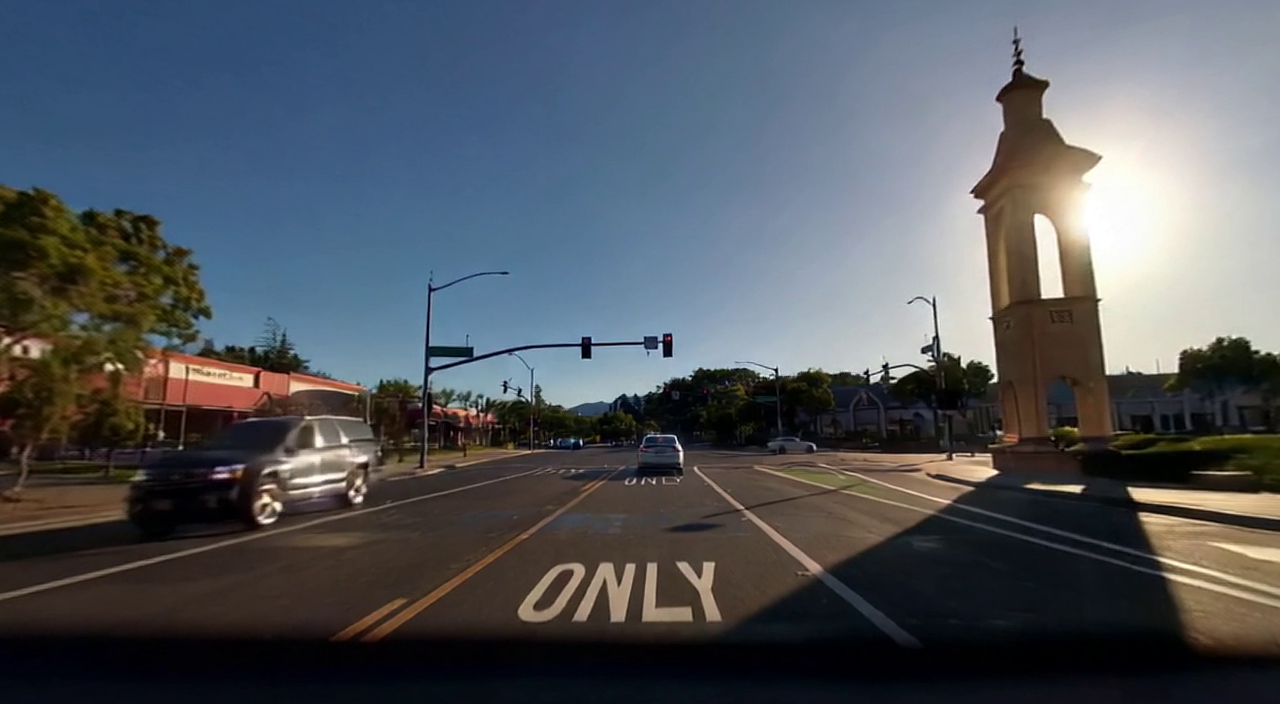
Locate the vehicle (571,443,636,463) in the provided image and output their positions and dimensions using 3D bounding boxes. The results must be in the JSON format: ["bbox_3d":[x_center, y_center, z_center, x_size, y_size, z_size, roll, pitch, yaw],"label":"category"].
[{"bbox_3d":[-2.738,7.758,48.113,4.794,1.490,1.911,0,-9,3],"label":"vehicle"}]

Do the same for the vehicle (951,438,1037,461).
[{"bbox_3d":[26.551,7.360,47.252,5.217,1.672,1.992,0,-9,2],"label":"vehicle"}]

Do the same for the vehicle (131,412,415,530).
[{"bbox_3d":[-7.202,2.421,13.461,2.366,1.941,5.823,0,-9,2],"label":"vehicle"}]

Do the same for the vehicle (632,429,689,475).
[{"bbox_3d":[1.040,4.959,31.341,2.590,2.080,5.284,0,-9,2],"label":"vehicle"}]

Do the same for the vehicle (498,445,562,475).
[{"bbox_3d":[-5.979,5.710,33.657,1.984,1.469,4.668,5,-10,-28],"label":"vehicle"}]
